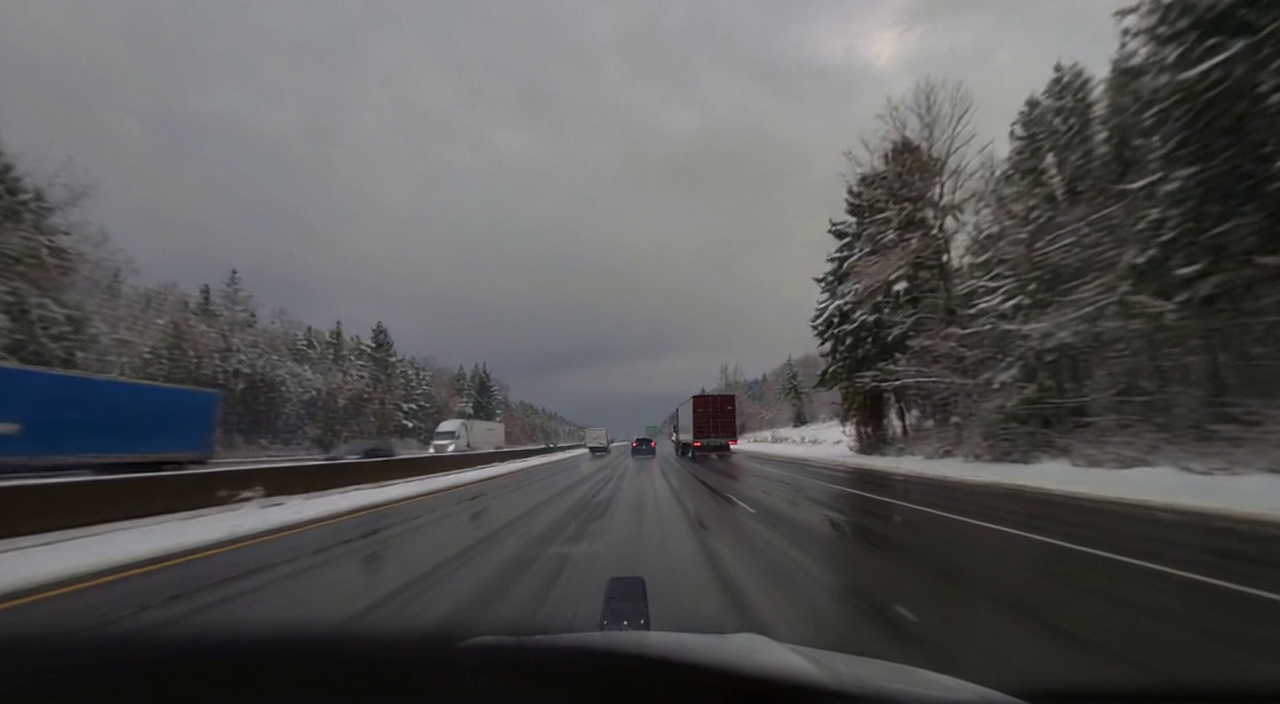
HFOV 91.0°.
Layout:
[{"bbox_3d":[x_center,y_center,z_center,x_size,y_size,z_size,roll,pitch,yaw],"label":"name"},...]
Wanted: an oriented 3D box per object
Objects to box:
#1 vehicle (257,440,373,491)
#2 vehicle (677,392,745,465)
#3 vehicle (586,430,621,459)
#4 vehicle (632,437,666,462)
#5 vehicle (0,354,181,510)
[{"bbox_3d":[-10.862,3.784,21.389,1.900,1.548,4.087,0,-8,-3],"label":"vehicle"},{"bbox_3d":[4.490,5.344,43.097,3.005,4.131,14.221,1,-8,0],"label":"vehicle"},{"bbox_3d":[-2.627,6.854,46.615,2.247,2.039,5.008,0,-8,1],"label":"vehicle"},{"bbox_3d":[0.564,6.490,42.130,2.139,1.607,4.034,0,-8,0],"label":"vehicle"},{"bbox_3d":[-18.583,2.071,16.295,3.001,4.138,13.607,0,-8,1],"label":"vehicle"}]
